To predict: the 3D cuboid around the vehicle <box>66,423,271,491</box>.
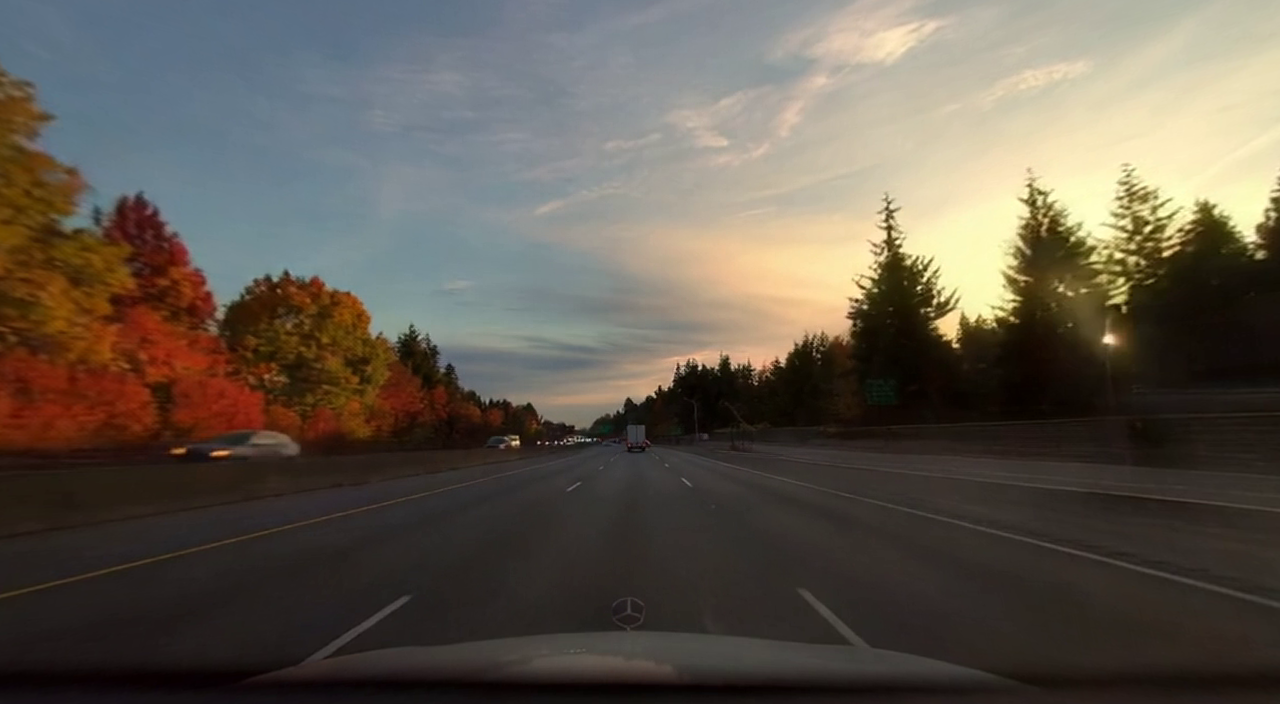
[{"bbox_3d":[-11.754,2.641,16.161,1.871,1.495,4.368,0,-8,0],"label":"vehicle"}]
